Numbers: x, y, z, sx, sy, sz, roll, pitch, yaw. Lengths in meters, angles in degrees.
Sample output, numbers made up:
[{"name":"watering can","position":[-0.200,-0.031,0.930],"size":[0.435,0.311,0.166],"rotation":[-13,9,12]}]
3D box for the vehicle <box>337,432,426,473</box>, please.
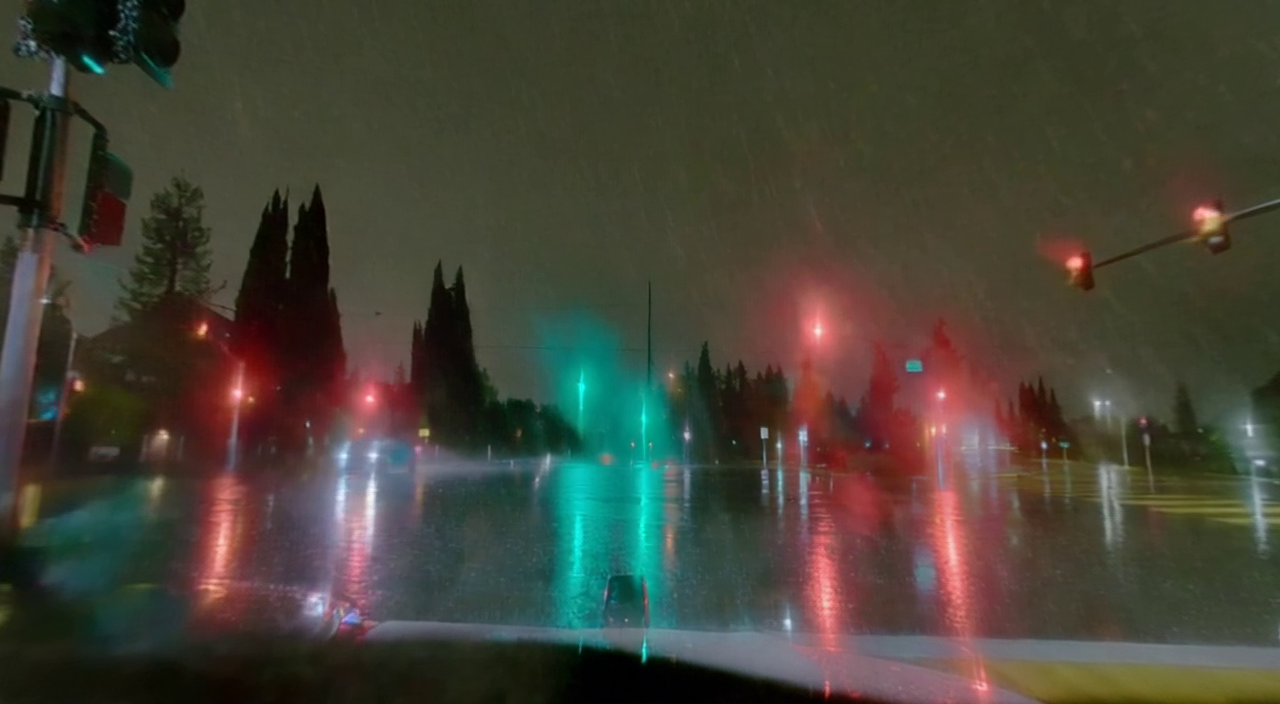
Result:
[{"name":"vehicle","position":[-12.604,4.948,31.144],"size":[2.238,1.827,5.007],"rotation":[0,-8,0]}]
